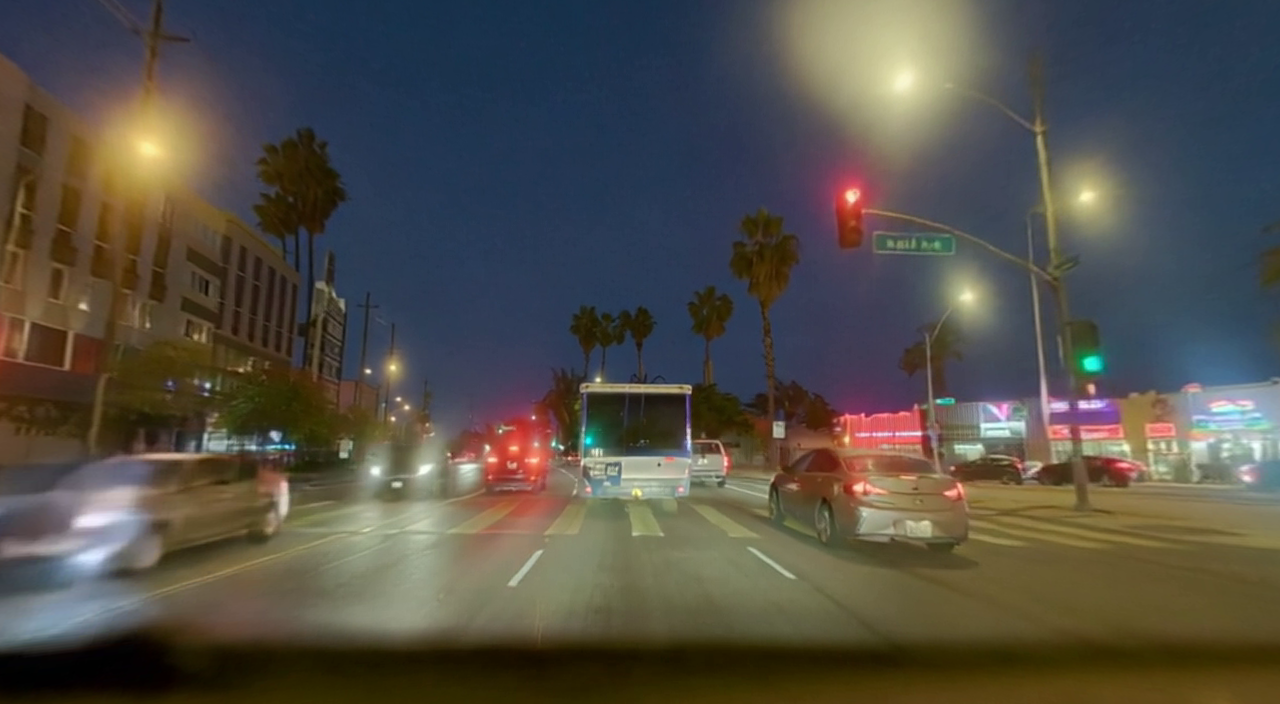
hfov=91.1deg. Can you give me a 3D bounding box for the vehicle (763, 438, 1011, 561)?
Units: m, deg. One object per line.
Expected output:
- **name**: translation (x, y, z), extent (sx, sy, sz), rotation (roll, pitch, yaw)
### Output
- **vehicle**: translation (3.568, 2.171, 10.248), extent (1.978, 1.507, 4.636), rotation (0, -8, -3)

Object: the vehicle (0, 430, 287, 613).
- **vehicle**: translation (-6.126, 1.699, 7.299), extent (1.801, 1.524, 3.974), rotation (0, -8, -1)

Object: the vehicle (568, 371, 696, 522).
- **vehicle**: translation (-0.440, 2.262, 15.502), extent (2.517, 2.926, 6.177), rotation (1, -8, -5)

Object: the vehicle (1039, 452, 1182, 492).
- **vehicle**: translation (20.839, 5.295, 28.054), extent (1.819, 1.498, 4.664), rotation (4, -9, -26)

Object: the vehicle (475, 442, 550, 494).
- **vehicle**: translation (-4.267, 3.913, 21.766), extent (2.033, 1.555, 4.408), rotation (0, -8, -5)

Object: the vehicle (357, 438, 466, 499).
- **vehicle**: translation (-7.107, 3.611, 20.081), extent (2.165, 1.690, 4.322), rotation (0, -8, -5)
